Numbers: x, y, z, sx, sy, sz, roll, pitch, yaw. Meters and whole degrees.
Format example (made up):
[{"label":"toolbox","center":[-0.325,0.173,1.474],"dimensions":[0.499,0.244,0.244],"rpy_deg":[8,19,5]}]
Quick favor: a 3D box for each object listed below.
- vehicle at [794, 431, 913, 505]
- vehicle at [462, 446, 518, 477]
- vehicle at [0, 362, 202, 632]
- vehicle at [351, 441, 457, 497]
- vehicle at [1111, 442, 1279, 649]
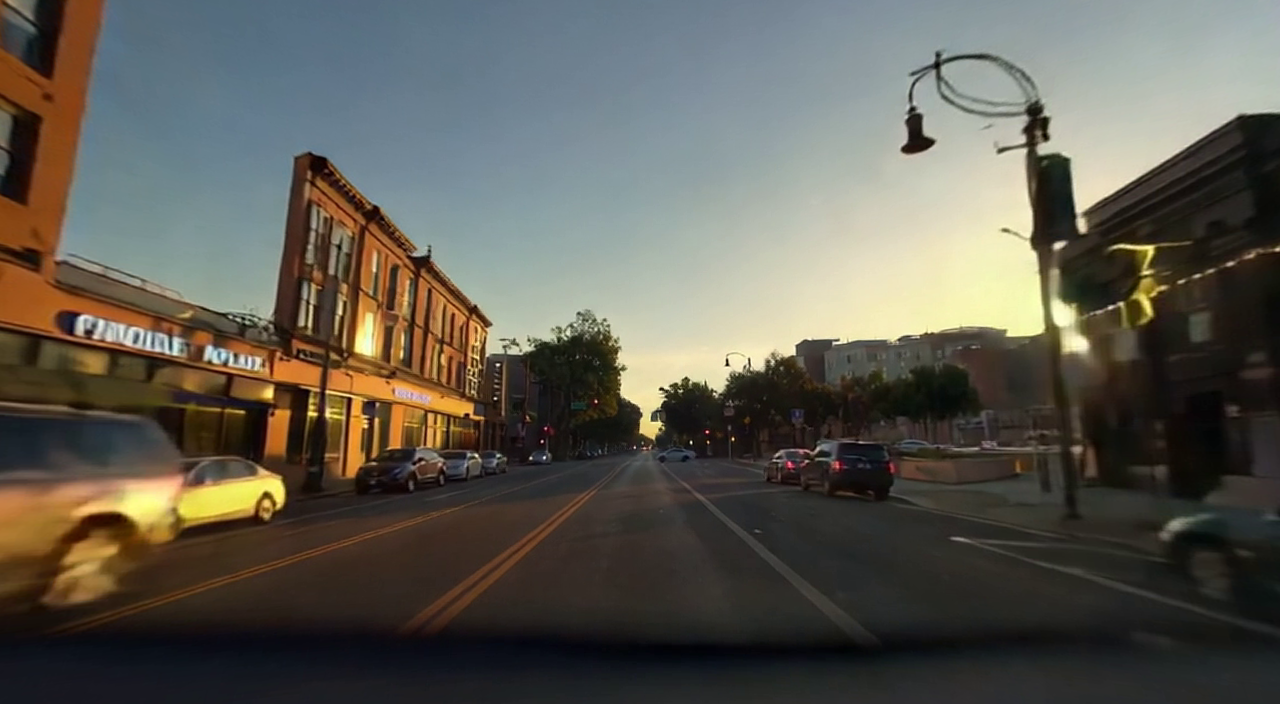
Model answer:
[{"label":"vehicle","center":[6.016,3.296,18.409],"dimensions":[1.922,1.871,4.477],"rpy_deg":[0,-8,1]},{"label":"vehicle","center":[-8.626,6.311,36.675],"dimensions":[1.961,1.627,4.634],"rpy_deg":[-1,-8,2]},{"label":"vehicle","center":[-5.759,0.976,4.025],"dimensions":[2.203,1.937,5.133],"rpy_deg":[0,-8,0]},{"label":"vehicle","center":[-8.762,4.341,23.959],"dimensions":[2.140,1.861,4.801],"rpy_deg":[-1,-8,1]},{"label":"vehicle","center":[5.626,1.262,3.687],"dimensions":[2.032,1.466,4.660],"rpy_deg":[0,-8,-2]}]
